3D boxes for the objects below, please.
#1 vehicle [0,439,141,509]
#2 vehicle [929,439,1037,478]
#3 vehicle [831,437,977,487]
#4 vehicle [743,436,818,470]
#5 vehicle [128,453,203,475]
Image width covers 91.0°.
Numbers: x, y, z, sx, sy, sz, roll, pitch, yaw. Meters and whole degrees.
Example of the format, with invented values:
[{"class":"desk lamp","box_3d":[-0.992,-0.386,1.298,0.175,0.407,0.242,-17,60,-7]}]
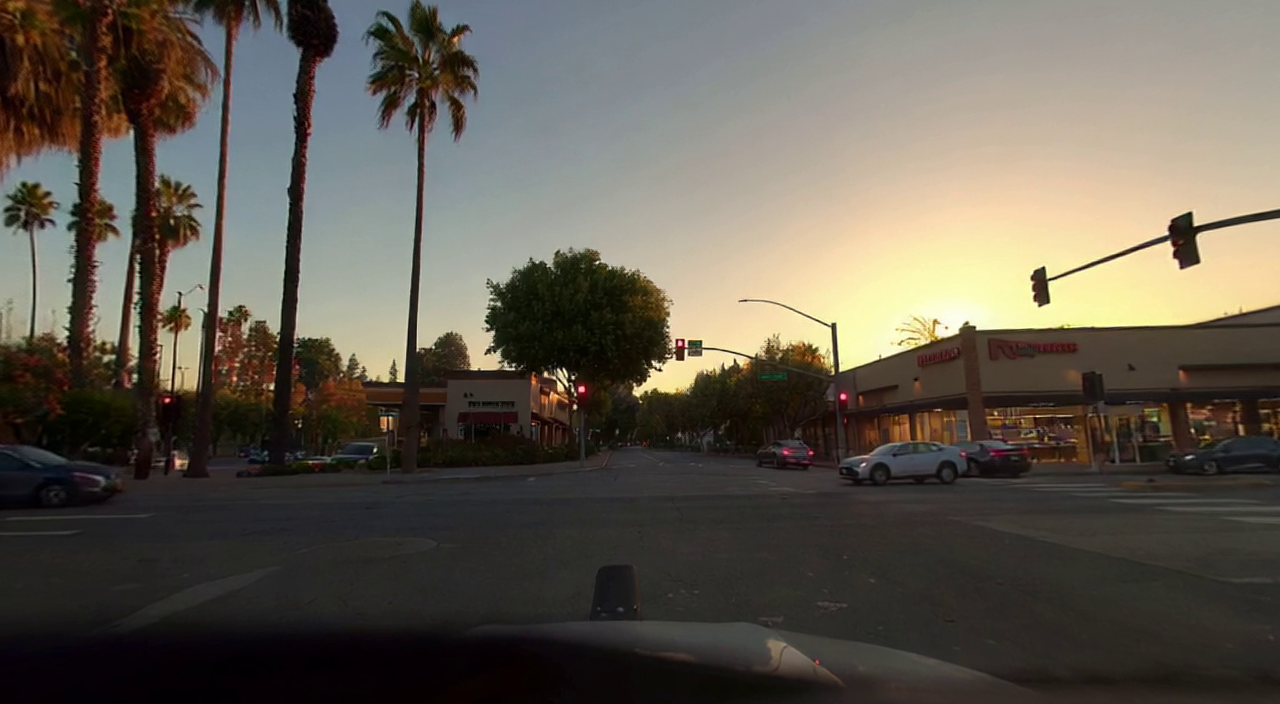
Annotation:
[{"class":"vehicle","box_3d":[-15.982,3.054,16.003,4.603,1.653,1.999,2,-9,-14]},{"class":"vehicle","box_3d":[14.706,4.561,27.269,3.826,1.572,1.890,-3,-9,22]},{"class":"vehicle","box_3d":[8.698,3.622,20.909,4.035,1.512,1.828,2,-9,-10]},{"class":"vehicle","box_3d":[7.493,5.436,34.064,1.867,1.653,4.596,3,-9,-18]},{"class":"vehicle","box_3d":[-37.199,8.802,49.560,2.160,1.565,4.868,0,-8,-1]}]
